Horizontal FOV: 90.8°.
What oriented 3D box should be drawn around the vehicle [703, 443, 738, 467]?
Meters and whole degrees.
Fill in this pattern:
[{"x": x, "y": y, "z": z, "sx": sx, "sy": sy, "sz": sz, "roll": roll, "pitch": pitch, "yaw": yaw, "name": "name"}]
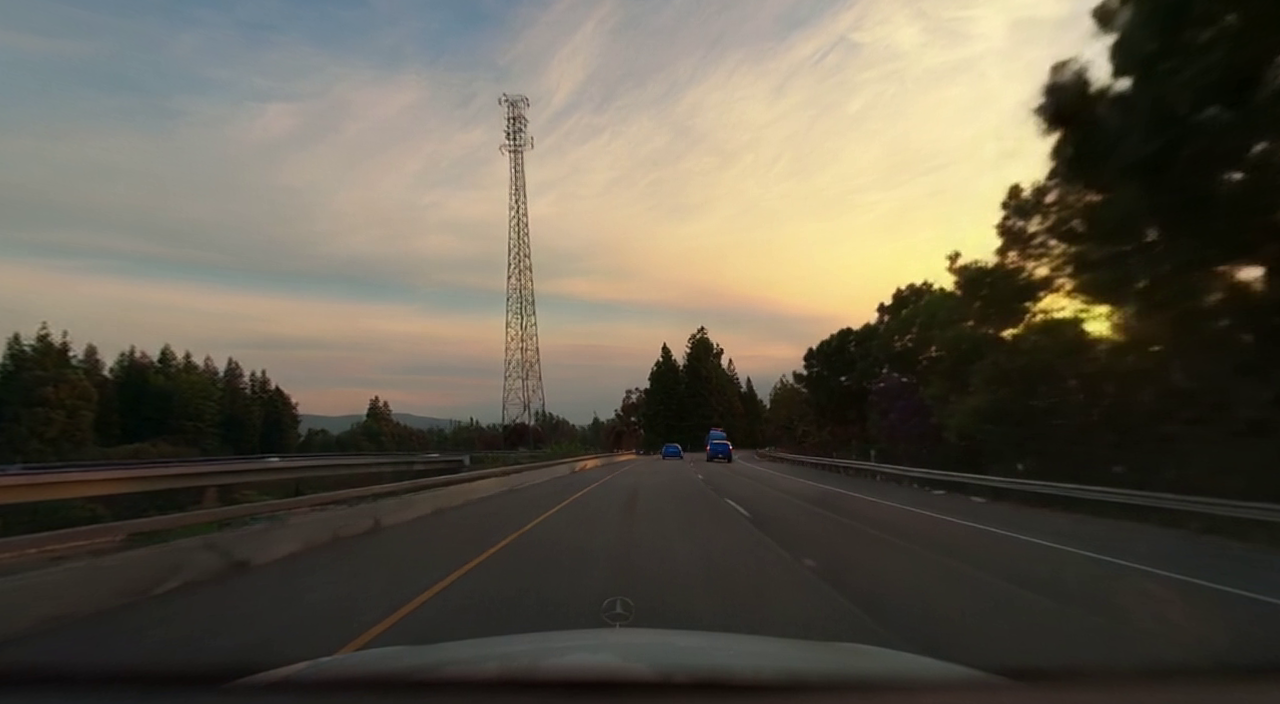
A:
[{"x": 5.493, "y": 7.022, "z": 43.419, "sx": 2.030, "sy": 1.526, "sz": 4.165, "roll": 0, "pitch": -8, "yaw": 3, "name": "vehicle"}]
